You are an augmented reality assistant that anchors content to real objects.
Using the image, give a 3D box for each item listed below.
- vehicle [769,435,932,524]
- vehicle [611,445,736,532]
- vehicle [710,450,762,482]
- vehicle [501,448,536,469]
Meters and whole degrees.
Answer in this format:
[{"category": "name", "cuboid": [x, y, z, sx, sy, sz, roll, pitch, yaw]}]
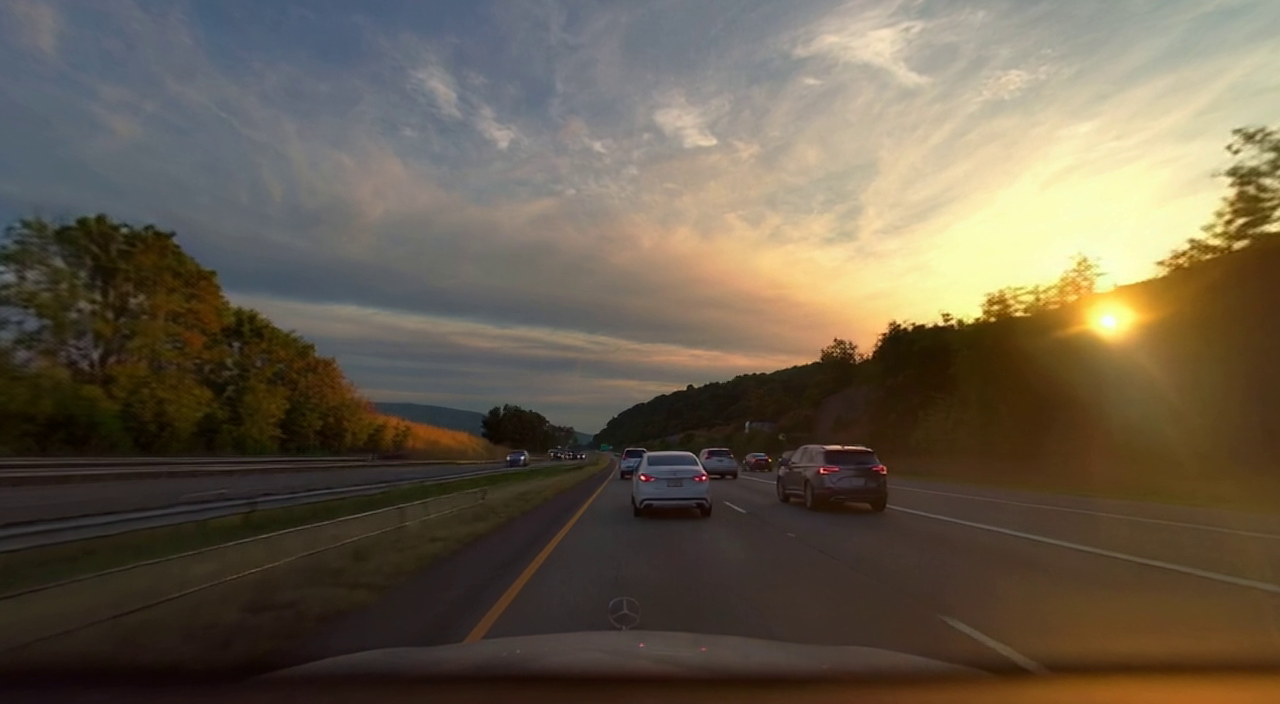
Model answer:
[{"category": "vehicle", "cuboid": [4.478, 2.782, 14.327, 1.998, 1.657, 4.604, 0, -9, -1]}, {"category": "vehicle", "cuboid": [0.530, 2.596, 12.499, 2.094, 1.426, 3.725, 0, -9, -1]}, {"category": "vehicle", "cuboid": [4.868, 5.825, 32.517, 1.908, 1.500, 4.157, 0, -9, -2]}, {"category": "vehicle", "cuboid": [-9.244, 8.121, 48.198, 1.941, 1.483, 4.061, 0, -9, 0]}]
